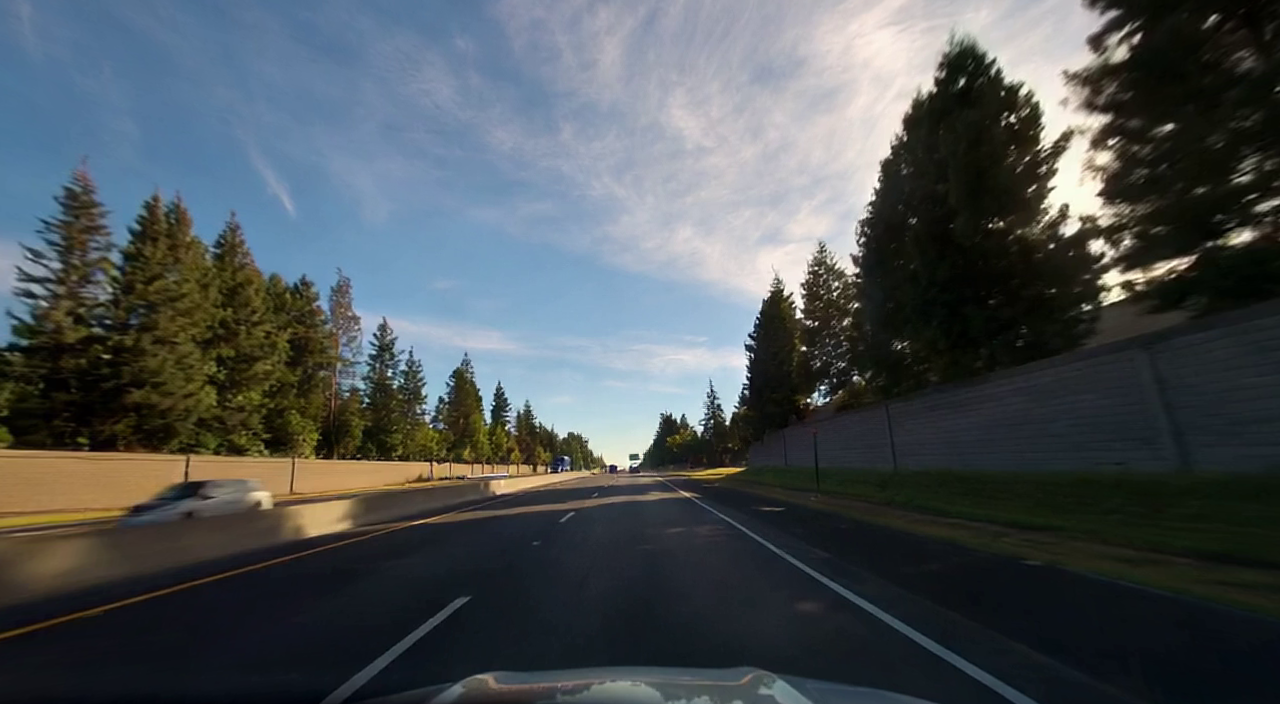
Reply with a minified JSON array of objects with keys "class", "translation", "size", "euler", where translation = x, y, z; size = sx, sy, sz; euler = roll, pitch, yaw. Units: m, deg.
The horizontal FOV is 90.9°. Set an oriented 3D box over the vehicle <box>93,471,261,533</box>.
[{"class":"vehicle","translation":[-12.692,4.102,17.614],"size":[1.761,1.454,3.797],"euler":[1,-10,0]}]
